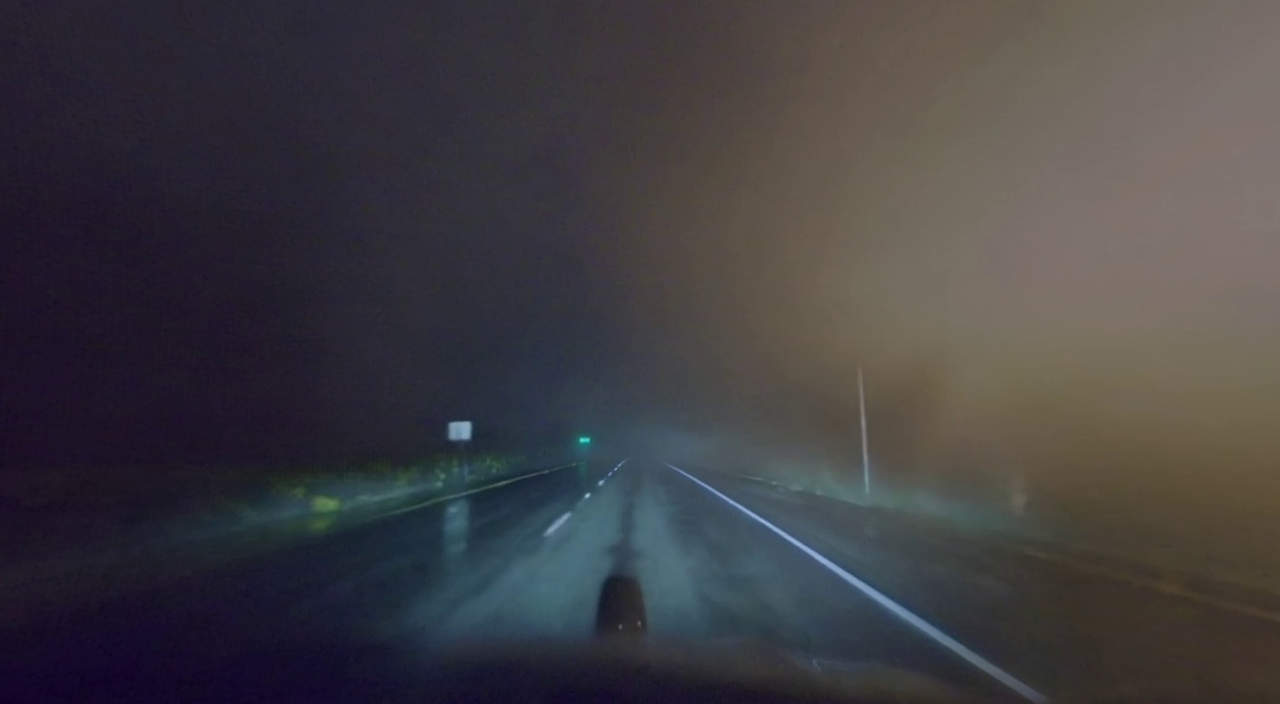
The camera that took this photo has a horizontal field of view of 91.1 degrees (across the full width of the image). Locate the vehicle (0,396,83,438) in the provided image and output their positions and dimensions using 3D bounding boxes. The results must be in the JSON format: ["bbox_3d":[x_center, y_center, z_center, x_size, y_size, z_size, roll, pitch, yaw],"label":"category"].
[{"bbox_3d":[-47.059,5.070,48.404,2.721,2.776,5.478,-12,-13,34],"label":"vehicle"}]
